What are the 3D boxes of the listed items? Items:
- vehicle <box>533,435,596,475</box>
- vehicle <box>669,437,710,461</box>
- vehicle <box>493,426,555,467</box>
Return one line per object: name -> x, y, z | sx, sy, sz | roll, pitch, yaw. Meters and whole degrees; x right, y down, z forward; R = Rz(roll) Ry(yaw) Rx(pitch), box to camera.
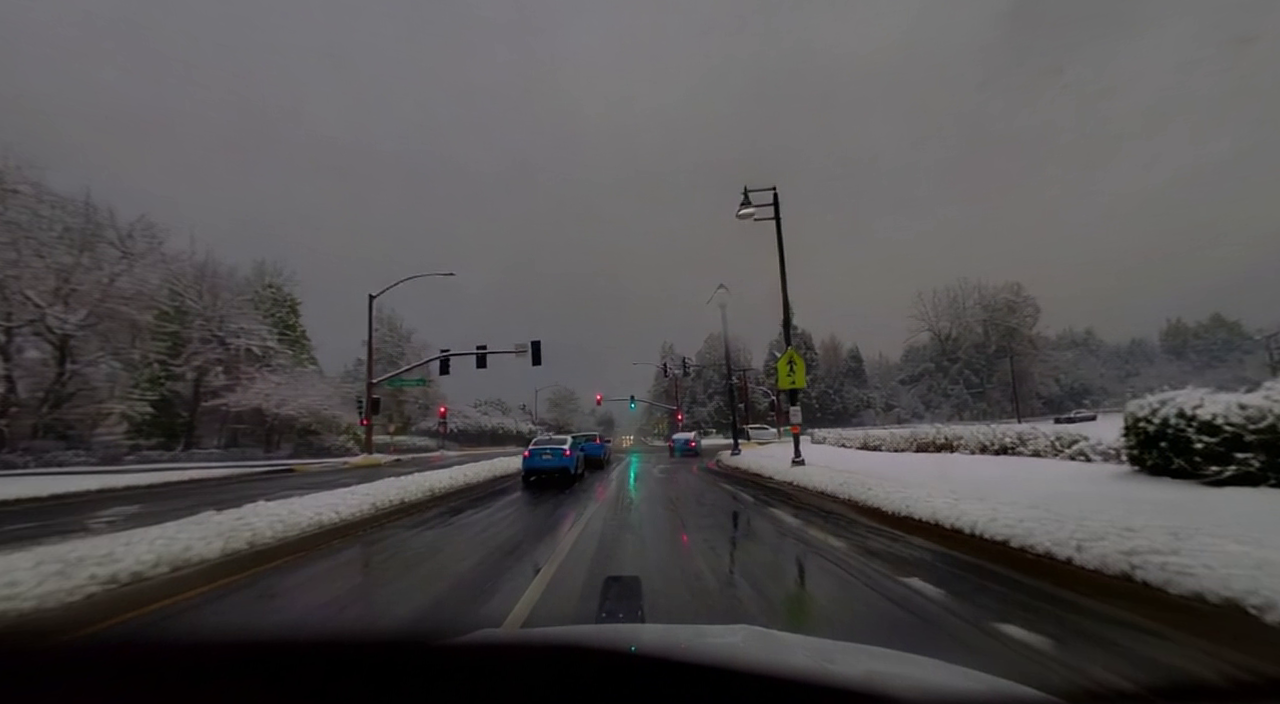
vehicle -> -2.991, 4.193, 25.911 | 1.979, 1.492, 3.930 | 0, -9, 1
vehicle -> 3.170, 6.117, 40.007 | 1.945, 1.410, 4.284 | -2, -9, 13
vehicle -> -6.159, 5.100, 34.245 | 2.390, 2.020, 5.085 | 0, -9, 0
